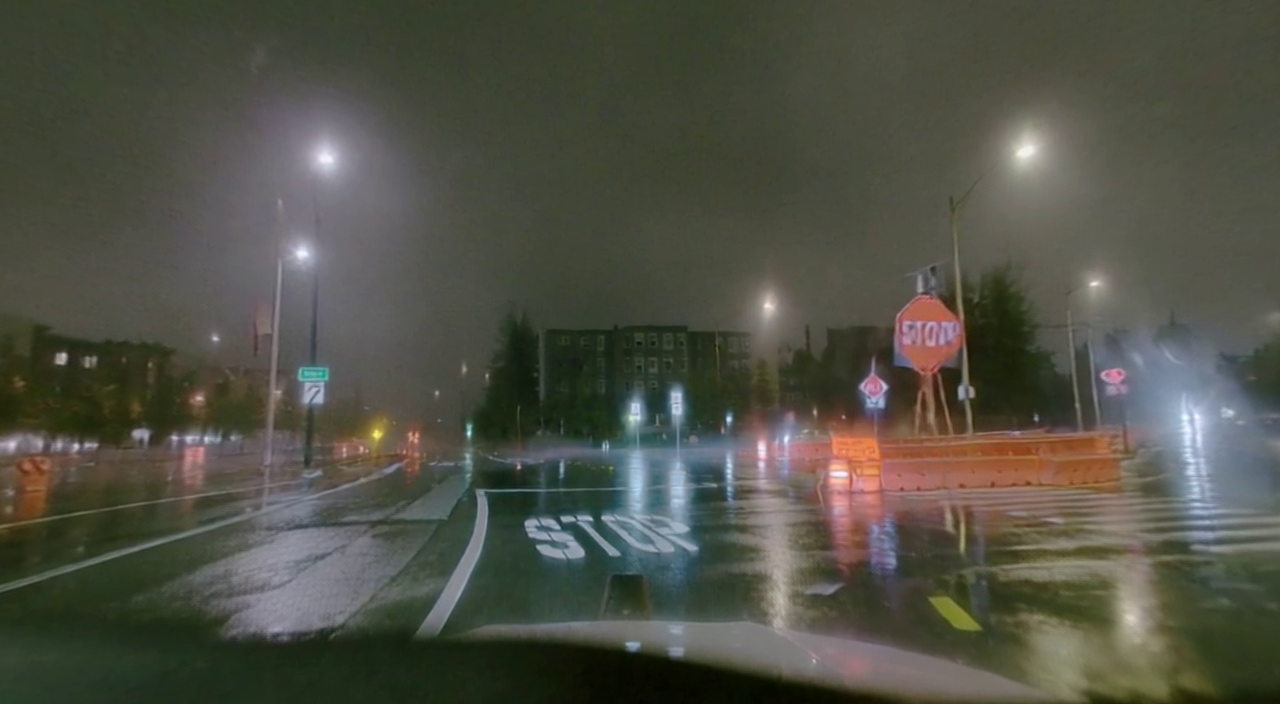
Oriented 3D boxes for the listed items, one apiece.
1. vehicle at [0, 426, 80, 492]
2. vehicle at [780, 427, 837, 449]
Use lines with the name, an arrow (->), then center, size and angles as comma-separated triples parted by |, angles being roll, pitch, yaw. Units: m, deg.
vehicle -> -18.230, 3.126, 18.667 | 2.159, 1.734, 4.292 | 8, -12, -43
vehicle -> 13.374, 6.827, 49.963 | 4.302, 1.628, 1.957 | 5, -10, -33
